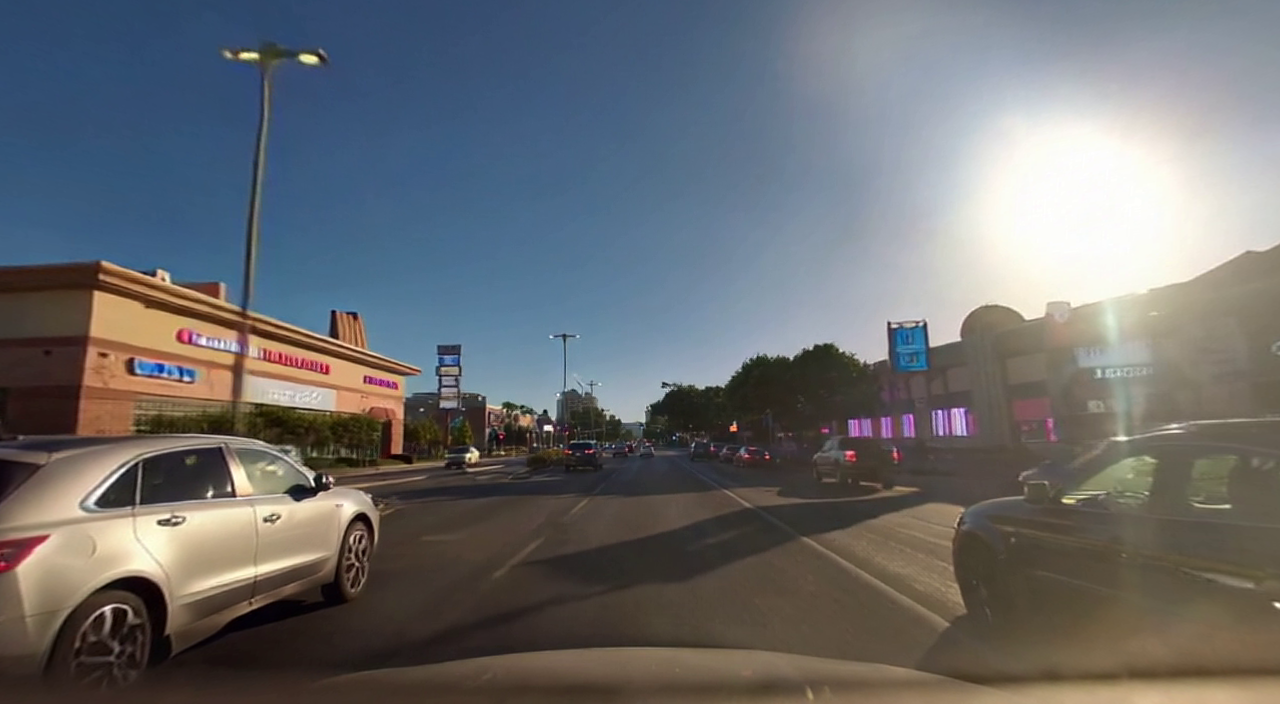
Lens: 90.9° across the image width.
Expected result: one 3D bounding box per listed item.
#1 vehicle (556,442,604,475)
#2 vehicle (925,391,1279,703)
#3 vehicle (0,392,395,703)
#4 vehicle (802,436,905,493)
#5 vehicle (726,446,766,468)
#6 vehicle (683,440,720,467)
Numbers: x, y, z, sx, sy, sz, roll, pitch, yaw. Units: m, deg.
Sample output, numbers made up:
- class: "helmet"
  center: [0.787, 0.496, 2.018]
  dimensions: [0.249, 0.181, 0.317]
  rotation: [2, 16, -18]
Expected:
- class: "vehicle"
  center: [-2.917, 5.281, 31.589]
  dimensions: [1.917, 1.511, 4.436]
  rotation: [0, -8, 1]
- class: "vehicle"
  center: [3.342, 0.975, 2.842]
  dimensions: [1.981, 1.499, 4.536]
  rotation: [0, -8, 0]
- class: "vehicle"
  center: [-3.511, 1.089, 3.583]
  dimensions: [2.155, 1.504, 4.776]
  rotation: [-1, -8, 2]
- class: "vehicle"
  center: [7.509, 3.981, 22.716]
  dimensions: [2.003, 1.789, 4.718]
  rotation: [0, -8, 0]
- class: "vehicle"
  center: [7.630, 7.579, 45.777]
  dimensions: [1.976, 1.469, 4.576]
  rotation: [0, -8, -2]
- class: "vehicle"
  center: [4.166, 6.906, 43.116]
  dimensions: [2.007, 1.683, 4.171]
  rotation: [0, -8, -1]
